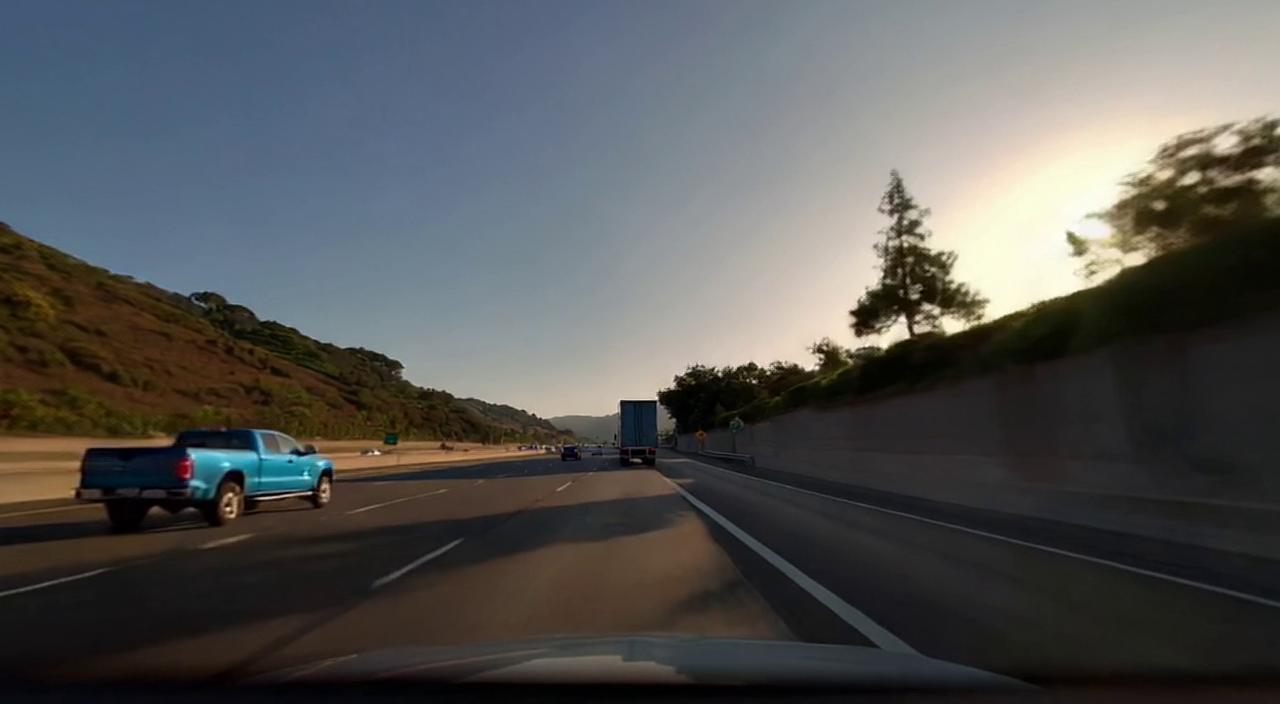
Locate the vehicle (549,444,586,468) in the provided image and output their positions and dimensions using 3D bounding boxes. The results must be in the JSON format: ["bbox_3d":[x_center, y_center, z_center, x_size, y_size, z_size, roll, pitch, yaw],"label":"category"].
[{"bbox_3d":[-4.855,7.017,42.732,1.983,1.508,4.060,0,-9,0],"label":"vehicle"}]

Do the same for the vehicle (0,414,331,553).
[{"bbox_3d":[-7.902,2.155,11.154,2.113,1.837,5.339,0,-9,0],"label":"vehicle"}]
